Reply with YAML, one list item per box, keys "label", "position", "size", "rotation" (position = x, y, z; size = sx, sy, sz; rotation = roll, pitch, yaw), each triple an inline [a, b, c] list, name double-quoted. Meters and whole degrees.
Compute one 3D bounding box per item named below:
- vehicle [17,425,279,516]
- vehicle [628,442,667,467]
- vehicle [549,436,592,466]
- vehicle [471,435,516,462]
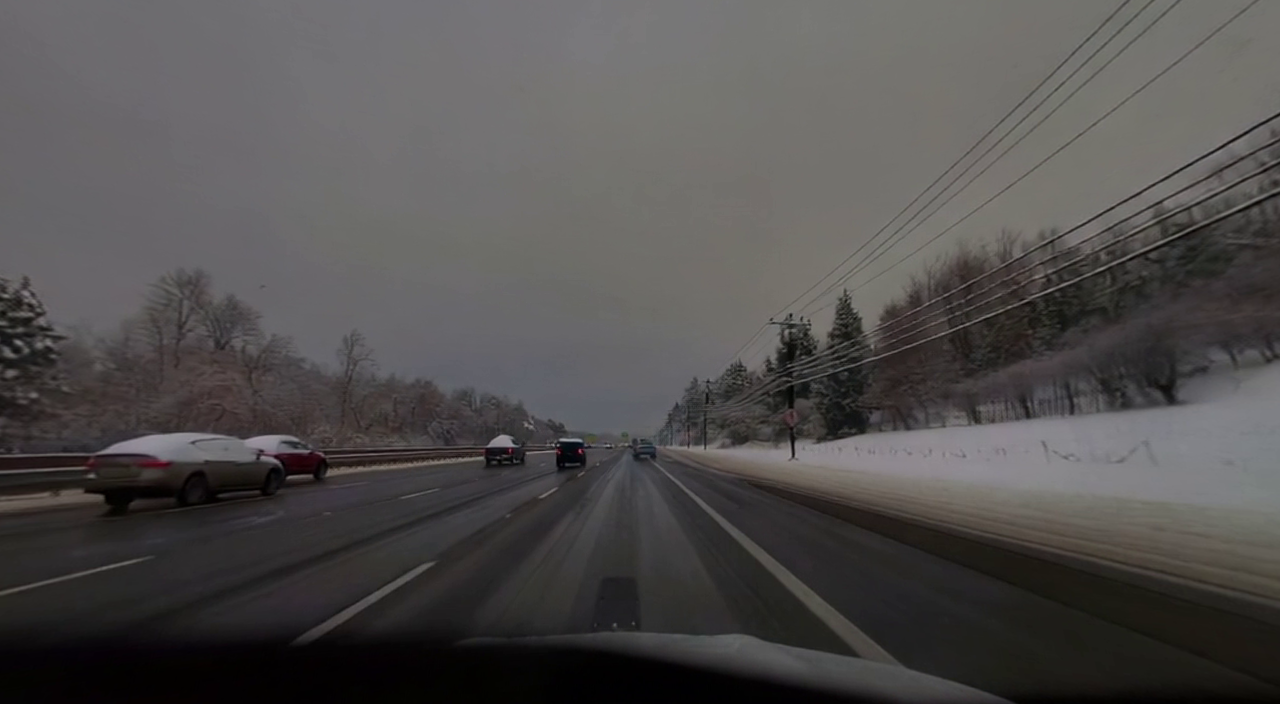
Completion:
- label: "vehicle"
  position: [-10.199, 2.482, 13.707]
  size: [2.098, 1.643, 4.413]
  rotation: [0, -9, 0]
- label: "vehicle"
  position: [0.354, 5.892, 36.453]
  size: [2.015, 1.391, 3.897]
  rotation: [0, -9, -3]
- label: "vehicle"
  position: [-4.113, 5.979, 38.149]
  size: [2.121, 1.673, 4.443]
  rotation: [0, -9, -1]
- label: "vehicle"
  position: [-10.656, 7.094, 46.400]
  size: [2.115, 1.799, 5.444]
  rotation: [0, -9, -1]
